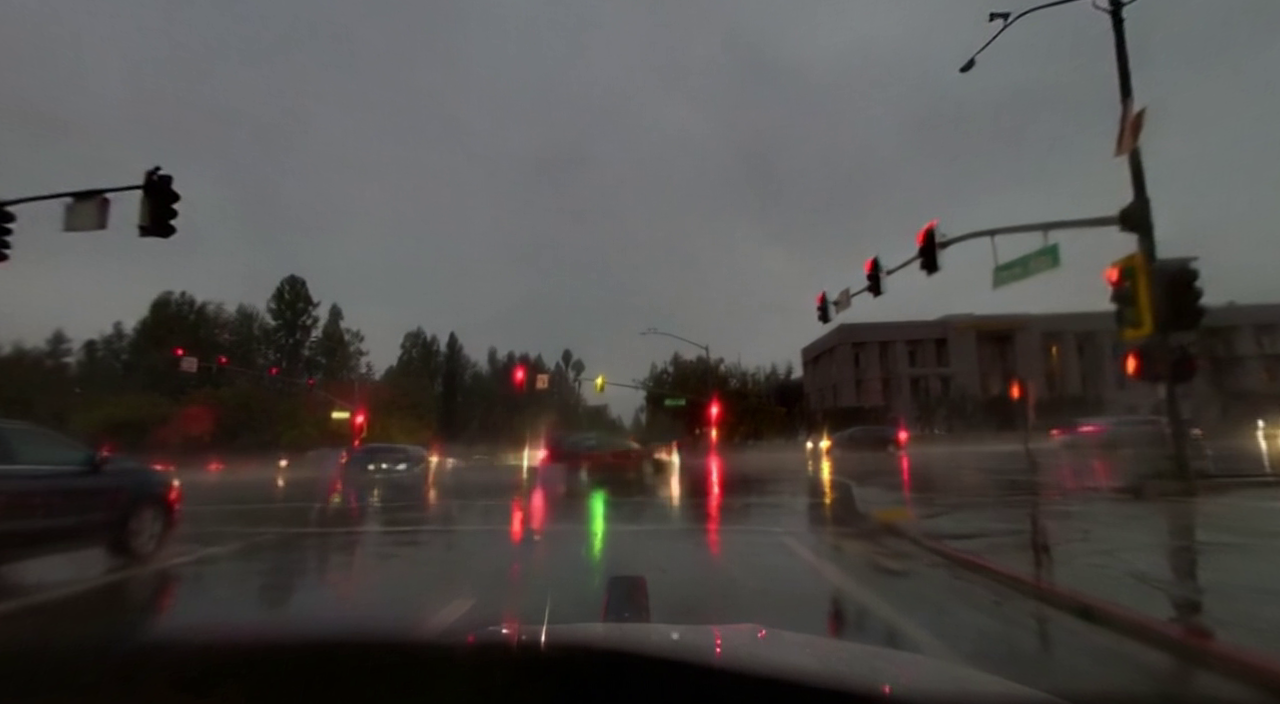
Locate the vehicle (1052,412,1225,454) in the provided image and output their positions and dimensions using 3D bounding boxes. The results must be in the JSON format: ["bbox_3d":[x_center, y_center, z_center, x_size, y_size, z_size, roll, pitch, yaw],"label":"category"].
[{"bbox_3d":[17.687,2.924,22.563,4.515,1.422,1.802,-1,-9,4],"label":"vehicle"}]

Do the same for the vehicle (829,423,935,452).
[{"bbox_3d":[12.904,4.630,33.865,4.906,1.485,1.857,-1,-9,7],"label":"vehicle"}]

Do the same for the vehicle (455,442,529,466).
[{"bbox_3d":[-11.048,7.628,47.127,4.939,1.770,2.001,-1,-9,6],"label":"vehicle"}]

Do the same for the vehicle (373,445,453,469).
[{"bbox_3d":[-14.442,6.680,40.220,4.459,1.477,1.754,-1,-9,6],"label":"vehicle"}]

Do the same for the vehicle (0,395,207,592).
[{"bbox_3d":[-6.407,1.232,5.506,1.785,1.678,4.729,0,-9,1],"label":"vehicle"}]

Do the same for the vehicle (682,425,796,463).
[{"bbox_3d":[4.135,3.922,26.850,4.591,1.525,1.836,-1,-9,6],"label":"vehicle"}]

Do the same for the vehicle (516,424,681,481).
[{"bbox_3d":[-1.214,3.150,19.789,4.865,1.663,1.962,-1,-9,6],"label":"vehicle"}]

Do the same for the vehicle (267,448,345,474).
[{"bbox_3d":[-23.554,7.670,44.508,4.466,1.767,1.839,-1,-9,6],"label":"vehicle"}]
